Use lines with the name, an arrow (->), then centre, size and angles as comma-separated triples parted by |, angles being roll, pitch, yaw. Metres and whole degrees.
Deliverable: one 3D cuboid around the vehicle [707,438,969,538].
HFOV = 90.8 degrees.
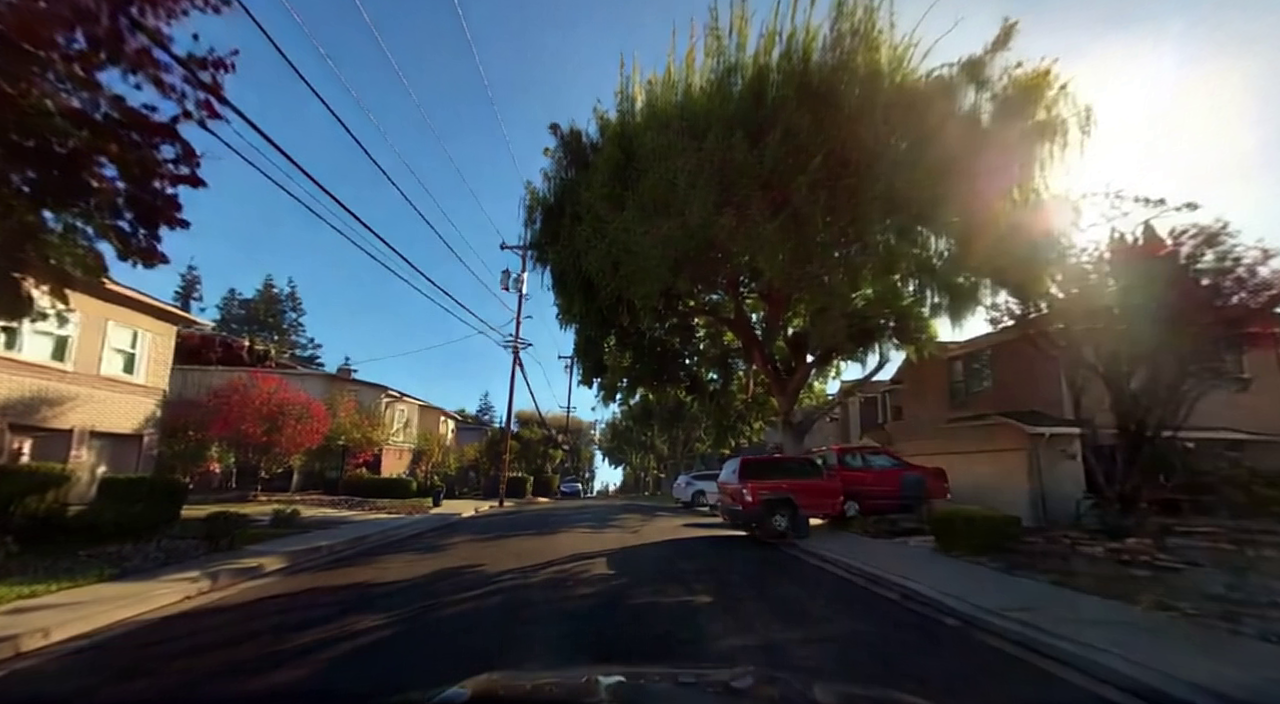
vehicle -> 3.678, 2.564, 12.287 | 4.413, 1.728, 1.869 | 1, -9, -5
